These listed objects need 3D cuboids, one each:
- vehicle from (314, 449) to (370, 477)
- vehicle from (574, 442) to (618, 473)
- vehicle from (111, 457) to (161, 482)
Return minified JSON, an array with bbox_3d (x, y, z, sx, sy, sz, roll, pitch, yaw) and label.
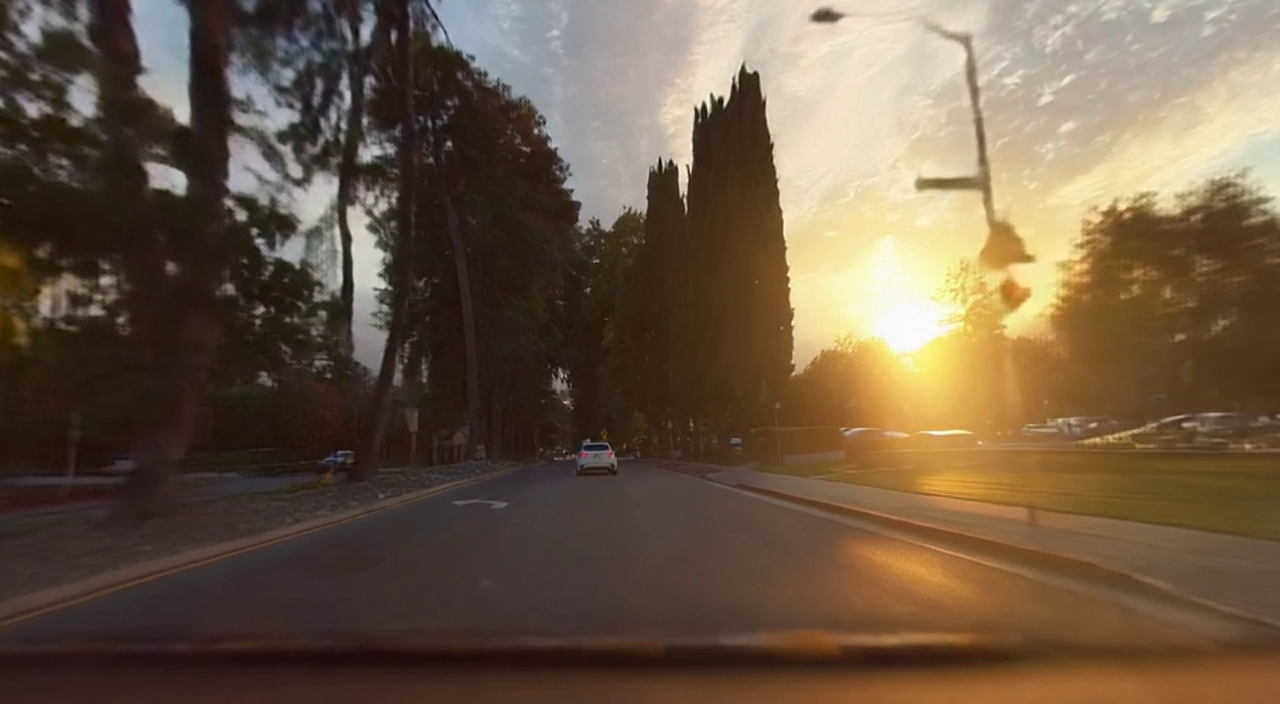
[{"bbox_3d":[-21.846,8.123,46.537,2.109,1.858,5.253,1,-9,-7],"label":"vehicle"},{"bbox_3d":[-2.265,5.459,32.969,2.142,1.501,4.273,0,-9,-4],"label":"vehicle"},{"bbox_3d":[-34.724,8.052,43.611,1.809,1.551,4.352,4,-10,-27],"label":"vehicle"}]
